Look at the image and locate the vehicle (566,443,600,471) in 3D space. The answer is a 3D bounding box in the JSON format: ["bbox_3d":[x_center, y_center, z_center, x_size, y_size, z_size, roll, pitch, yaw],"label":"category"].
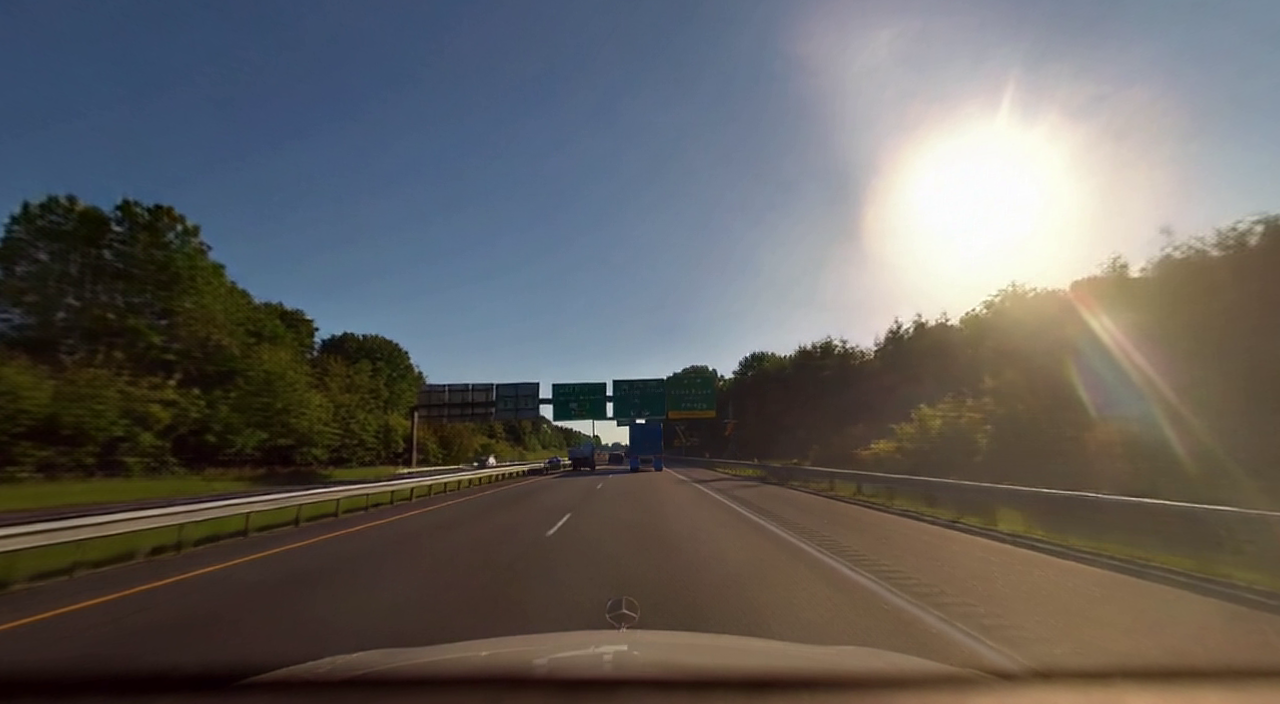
[{"bbox_3d":[-4.298,8.051,48.412,2.168,1.980,4.622,0,-9,0],"label":"vehicle"}]
